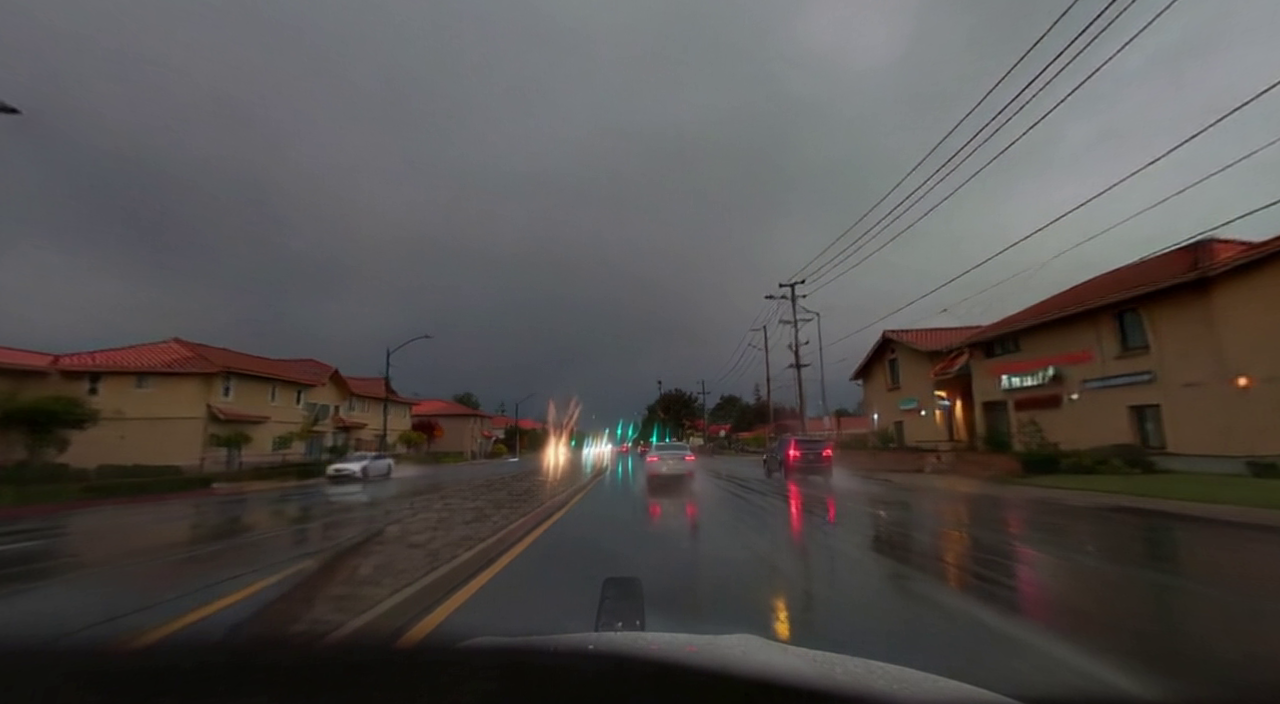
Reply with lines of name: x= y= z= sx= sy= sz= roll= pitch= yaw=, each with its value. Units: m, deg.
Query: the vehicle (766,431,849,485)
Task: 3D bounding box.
vehicle: x=6.409 y=4.102 z=24.635 sx=2.061 sy=1.889 sz=4.268 roll=0 pitch=-9 yaw=0

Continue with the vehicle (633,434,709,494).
vehicle: x=0.859 y=3.541 z=20.177 sx=2.138 sy=1.702 sz=4.168 roll=0 pitch=-9 yaw=-1

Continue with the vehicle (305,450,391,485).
vehicle: x=-14.018 y=5.539 z=30.538 sx=1.988 sy=1.522 sz=4.396 roll=0 pitch=-9 yaw=1
